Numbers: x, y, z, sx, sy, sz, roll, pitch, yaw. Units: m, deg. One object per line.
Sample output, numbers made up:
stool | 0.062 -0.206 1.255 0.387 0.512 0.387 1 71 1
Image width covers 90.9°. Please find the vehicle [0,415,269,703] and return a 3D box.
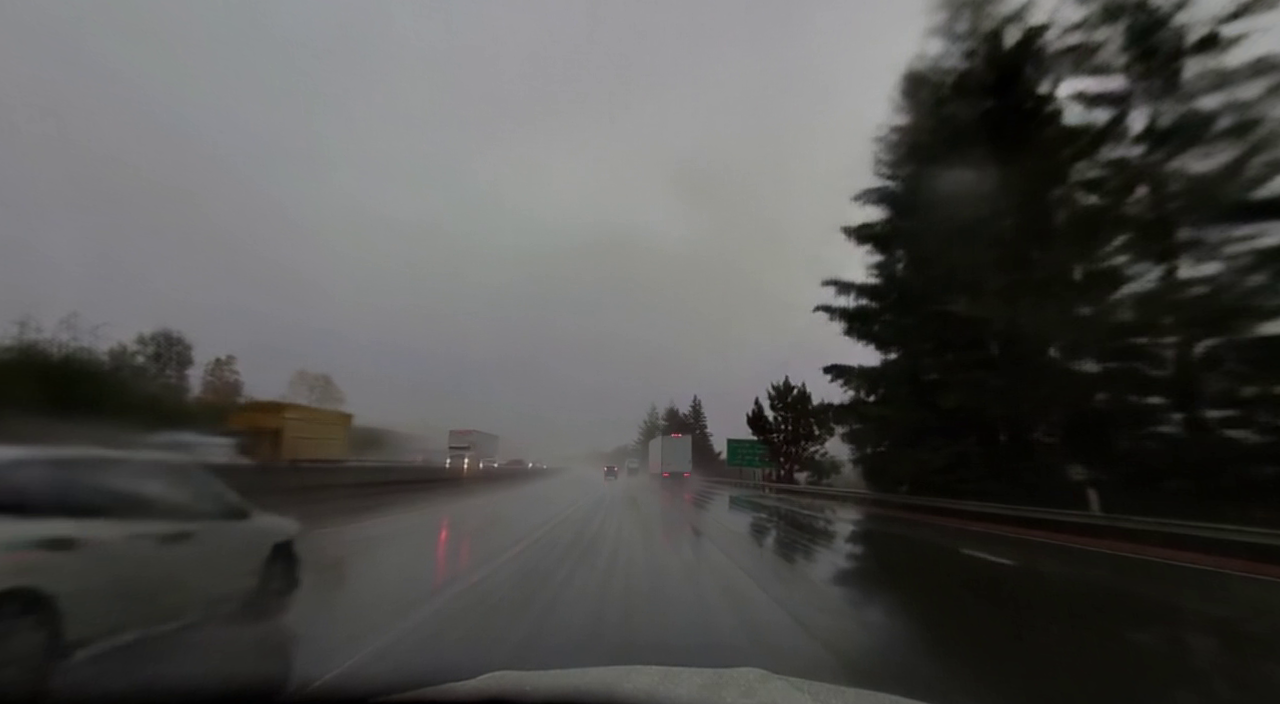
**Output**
vehicle | -3.865 1.048 2.978 1.868 1.485 3.770 1 -11 0

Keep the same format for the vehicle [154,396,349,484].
vehicle | -12.002 2.953 20.260 2.336 2.353 6.170 1 -11 -1
